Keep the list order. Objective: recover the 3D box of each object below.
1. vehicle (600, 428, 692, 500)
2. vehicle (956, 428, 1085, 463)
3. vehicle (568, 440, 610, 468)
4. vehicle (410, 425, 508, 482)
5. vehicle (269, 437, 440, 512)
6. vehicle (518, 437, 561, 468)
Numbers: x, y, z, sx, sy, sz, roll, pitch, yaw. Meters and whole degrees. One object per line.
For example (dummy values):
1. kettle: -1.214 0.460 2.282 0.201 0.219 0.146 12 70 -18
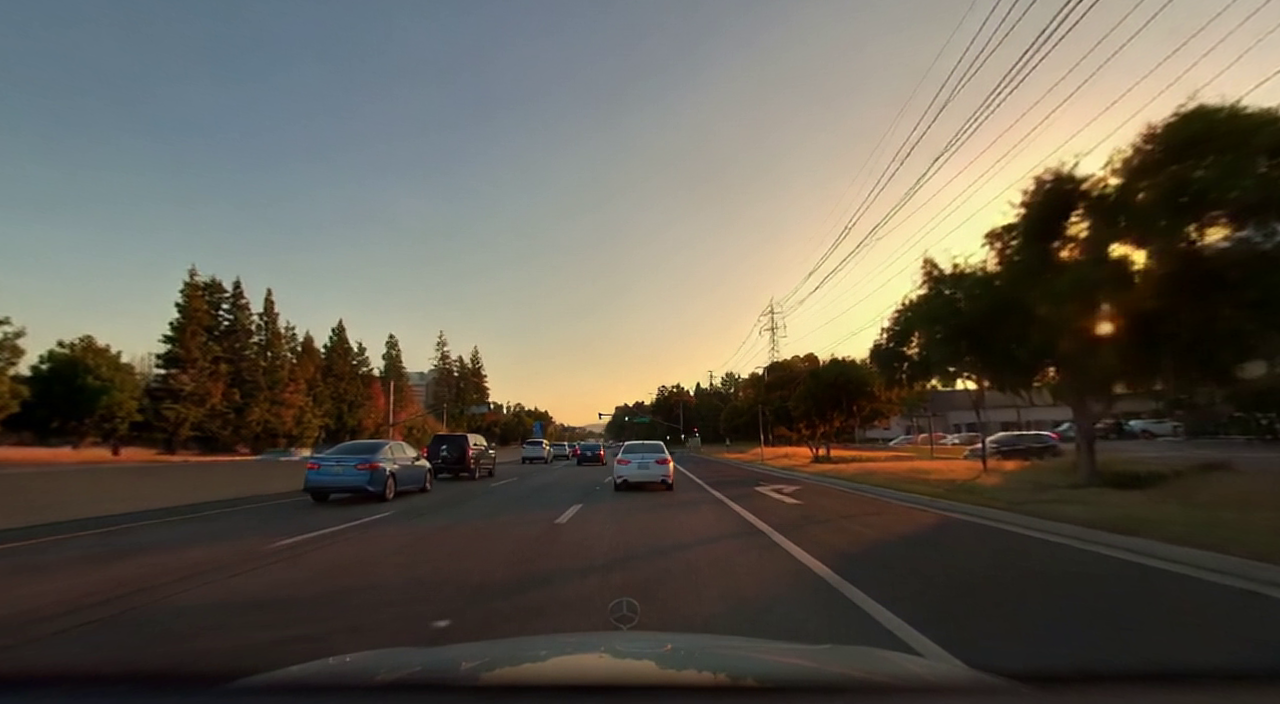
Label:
1. vehicle: 0.132 2.920 16.825 2.140 1.653 4.108 0 -8 0
2. vehicle: 17.671 4.366 29.497 4.659 1.572 2.019 0 -8 0
3. vehicle: -2.905 5.930 36.809 2.055 1.510 3.961 0 -8 1
4. vehicle: -6.641 3.810 23.898 2.144 1.905 4.967 0 -8 1
5. vehicle: -6.469 2.800 15.017 1.900 1.483 4.547 0 -8 1
6. vehicle: -6.041 6.088 38.450 1.914 1.756 4.179 0 -8 1
